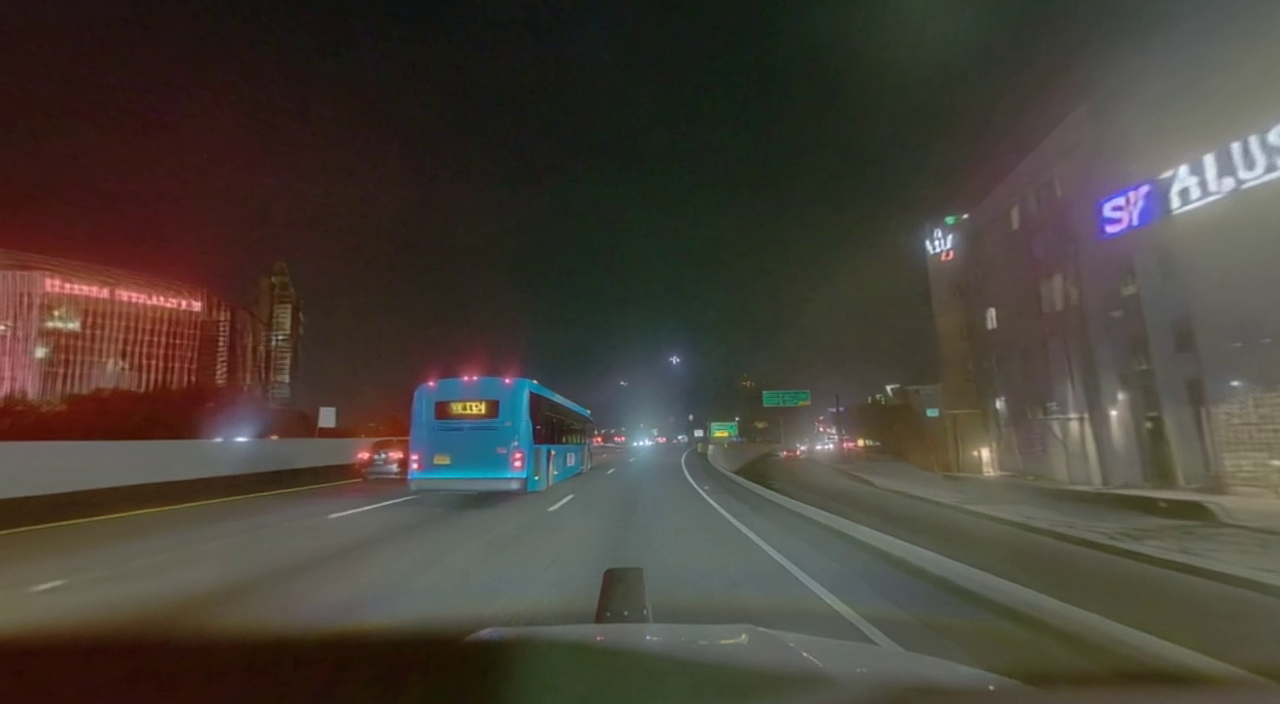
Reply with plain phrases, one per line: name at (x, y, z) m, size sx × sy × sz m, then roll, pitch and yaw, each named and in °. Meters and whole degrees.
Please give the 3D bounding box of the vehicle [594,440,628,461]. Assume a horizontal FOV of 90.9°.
vehicle at (-2.104, 7.399, 47.334) m, size 1.928 × 1.455 × 4.361 m, roll -1°, pitch -9°, yaw 5°

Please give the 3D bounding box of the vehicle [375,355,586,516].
vehicle at (-3.320, 2.160, 15.974) m, size 2.888 × 2.944 × 8.373 m, roll 1°, pitch -8°, yaw 2°

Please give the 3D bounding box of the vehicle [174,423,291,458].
vehicle at (-23.039, 5.100, 35.998) m, size 2.250 × 1.799 × 5.791 m, roll -2°, pitch -9°, yaw 8°
